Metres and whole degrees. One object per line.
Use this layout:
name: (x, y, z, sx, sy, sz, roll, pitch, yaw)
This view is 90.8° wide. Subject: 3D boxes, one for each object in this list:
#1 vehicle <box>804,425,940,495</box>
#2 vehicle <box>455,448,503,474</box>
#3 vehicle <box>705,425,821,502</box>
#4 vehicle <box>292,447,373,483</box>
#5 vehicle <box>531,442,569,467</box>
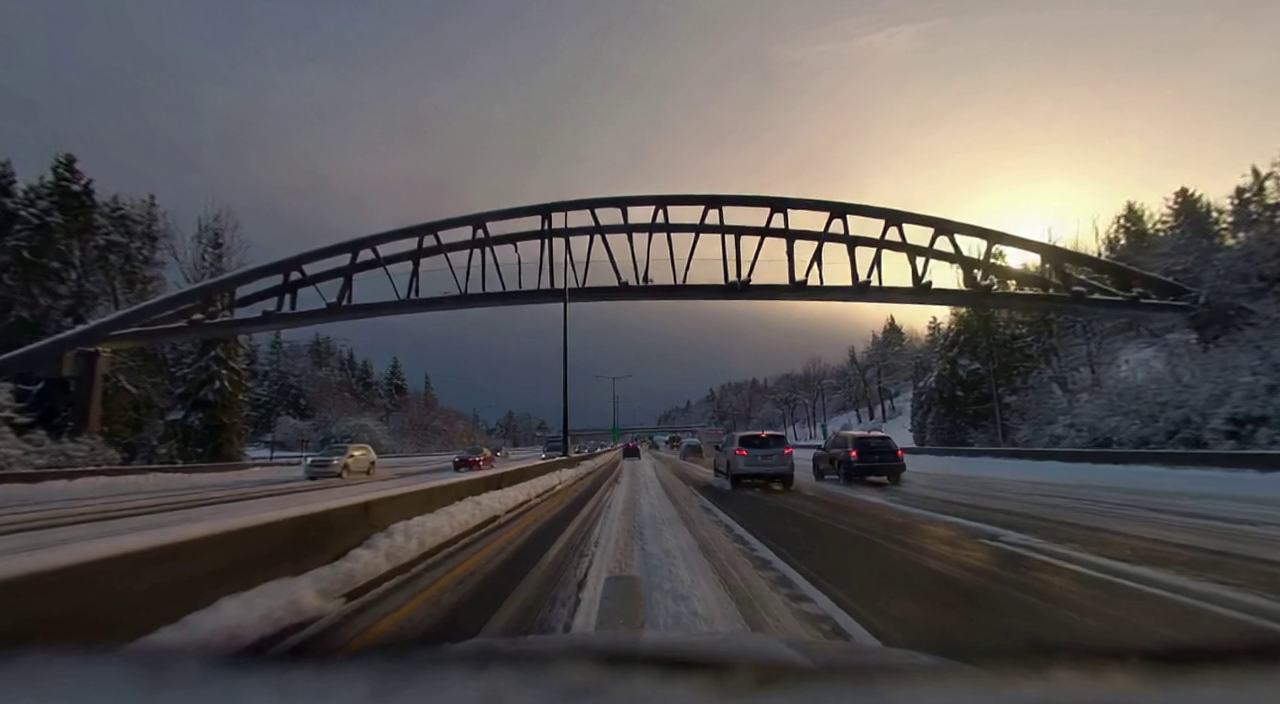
vehicle: (6.634, 3.158, 18.809, 2.040, 1.801, 4.959, 0, -9, -2)
vehicle: (-9.901, 6.708, 39.106, 1.828, 1.437, 4.329, 0, -9, 0)
vehicle: (3.005, 2.845, 16.467, 2.059, 1.711, 4.302, 0, -9, -1)
vehicle: (-16.970, 6.216, 35.202, 2.130, 1.820, 4.796, 0, -9, 0)
vehicle: (-6.336, 7.291, 45.003, 2.019, 1.633, 4.367, 0, -9, 0)
